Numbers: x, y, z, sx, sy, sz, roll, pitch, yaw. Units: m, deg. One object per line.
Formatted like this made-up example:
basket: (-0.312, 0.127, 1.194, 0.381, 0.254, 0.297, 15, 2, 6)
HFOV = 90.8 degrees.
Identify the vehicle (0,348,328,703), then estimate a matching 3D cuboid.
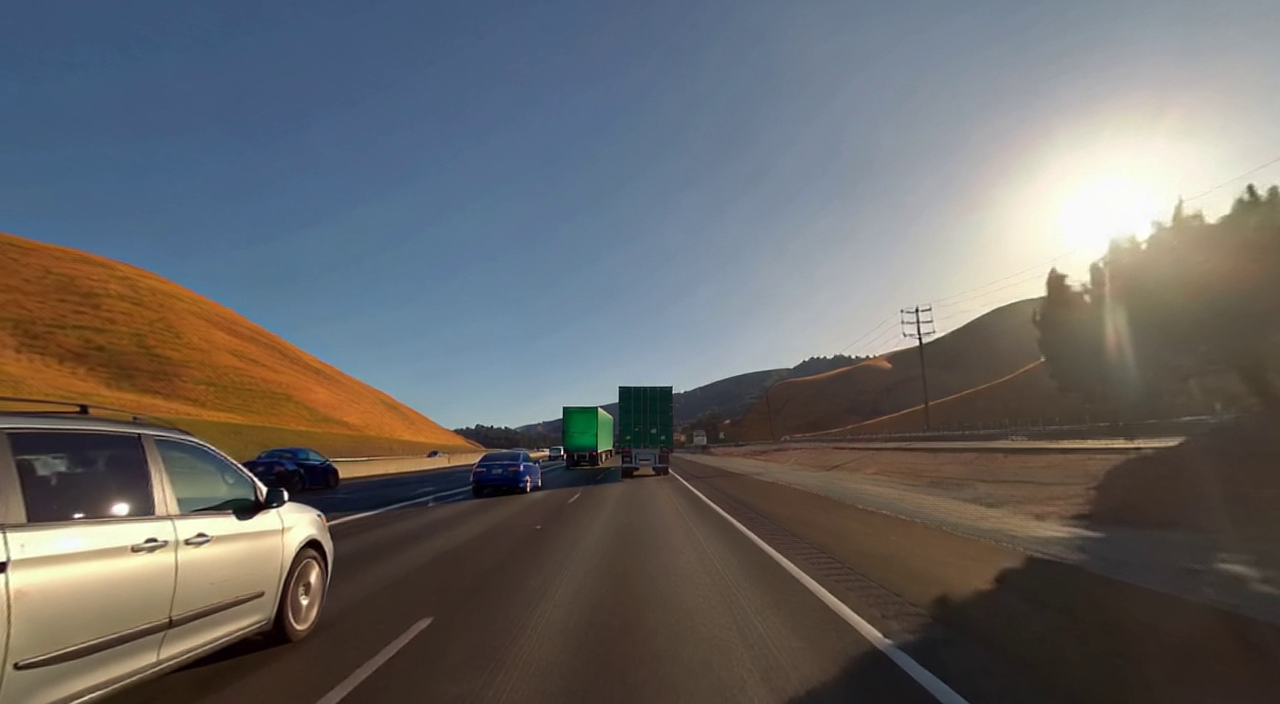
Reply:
vehicle: (-3.906, 0.949, 3.206, 2.136, 1.779, 4.875, 0, -8, 0)

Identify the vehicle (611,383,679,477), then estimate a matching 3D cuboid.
vehicle: (0.312, 4.125, 32.388, 2.913, 3.988, 10.874, -1, -8, 1)

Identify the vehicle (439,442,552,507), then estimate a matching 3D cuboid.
vehicle: (-3.610, 3.127, 16.630, 1.950, 1.446, 4.224, 0, -8, 0)
